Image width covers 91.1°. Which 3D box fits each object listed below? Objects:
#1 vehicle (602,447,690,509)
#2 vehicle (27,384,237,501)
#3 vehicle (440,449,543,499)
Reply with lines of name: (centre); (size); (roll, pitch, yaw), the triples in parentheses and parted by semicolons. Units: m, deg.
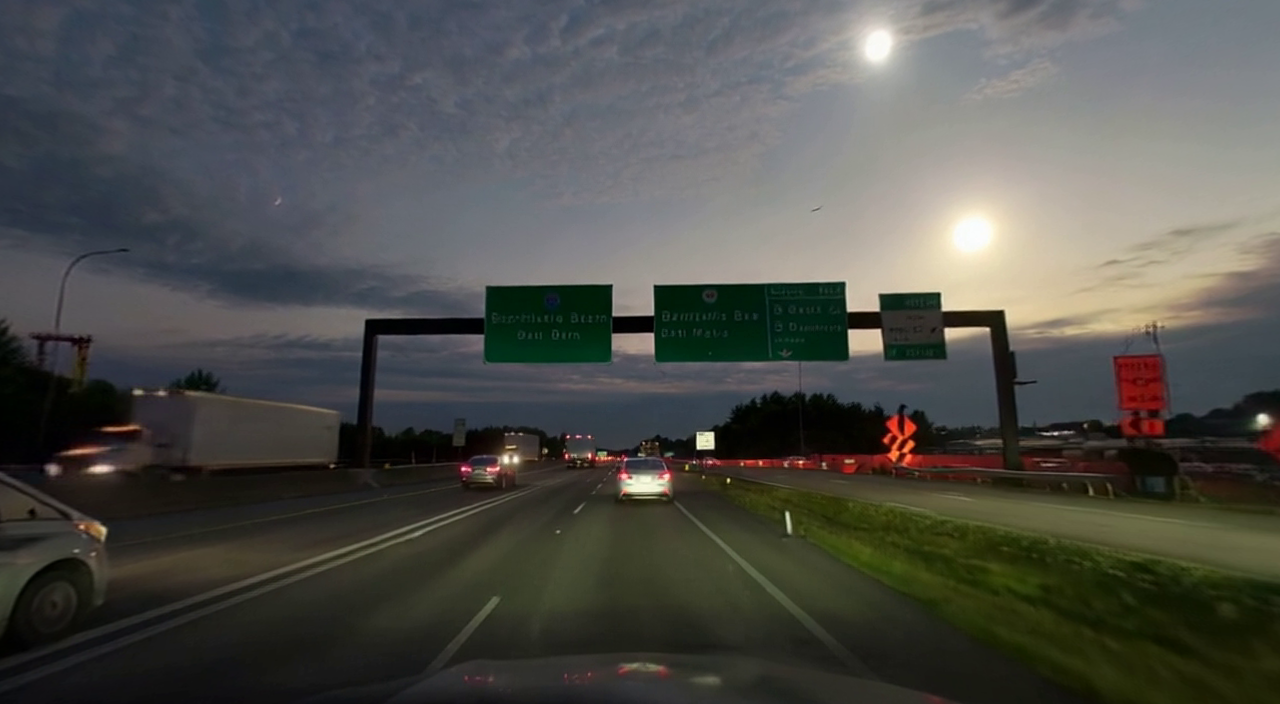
vehicle: (0.149, 3.265, 16.753); (2.080, 1.451, 3.512); (0, -9, 0)
vehicle: (-19.179, 3.513, 24.399); (2.979, 3.948, 5.862); (0, -9, 0)
vehicle: (-4.634, 3.860, 20.259); (2.063, 1.417, 4.000); (-1, -9, 5)
